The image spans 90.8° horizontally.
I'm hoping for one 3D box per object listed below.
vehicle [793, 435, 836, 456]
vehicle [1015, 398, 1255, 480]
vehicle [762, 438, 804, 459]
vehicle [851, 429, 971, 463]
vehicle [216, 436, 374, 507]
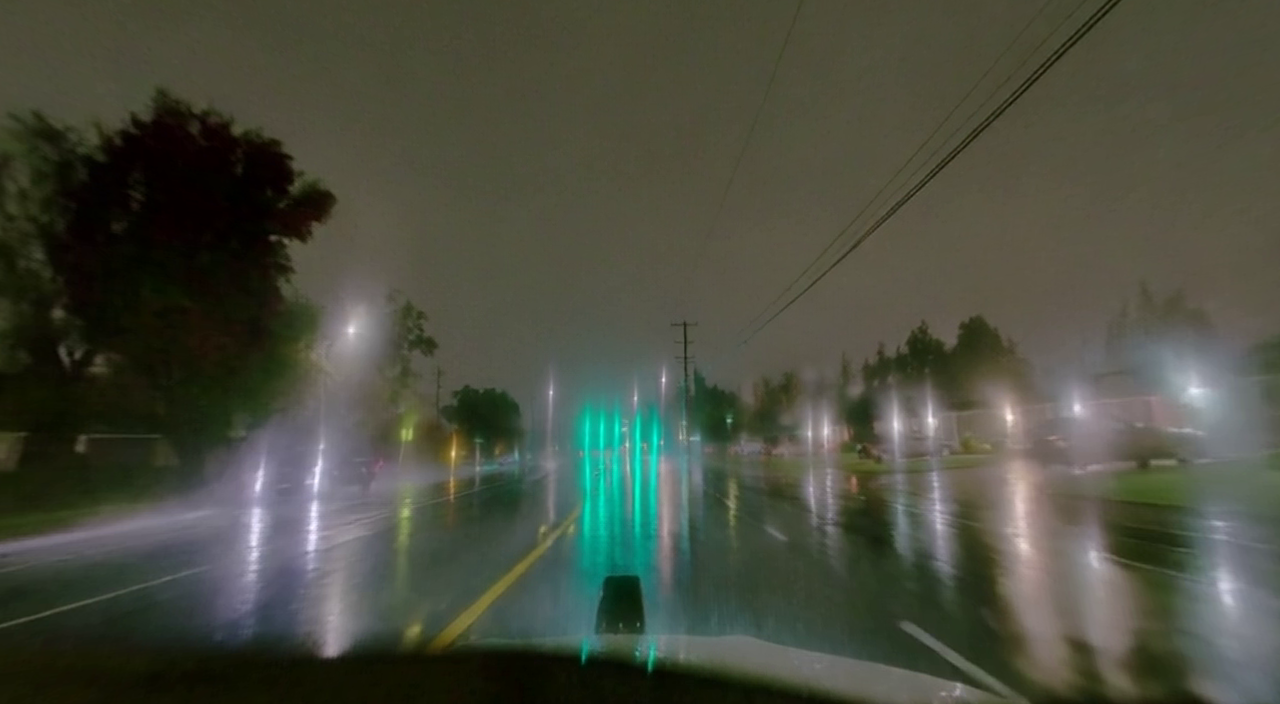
[{"bbox_3d":[12.912,6.933,46.919,1.889,1.499,4.218,0,-8,-2],"label":"vehicle"},{"bbox_3d":[13.555,2.420,17.562,4.793,1.744,2.055,-5,-8,0],"label":"vehicle"},{"bbox_3d":[10.416,7.051,46.396,1.847,1.455,4.650,0,-8,-1],"label":"vehicle"},{"bbox_3d":[12.860,4.484,30.166,4.767,1.557,1.994,0,-8,-2],"label":"vehicle"},{"bbox_3d":[-11.258,3.960,21.230,2.347,1.960,5.167,-2,-10,0],"label":"vehicle"}]
